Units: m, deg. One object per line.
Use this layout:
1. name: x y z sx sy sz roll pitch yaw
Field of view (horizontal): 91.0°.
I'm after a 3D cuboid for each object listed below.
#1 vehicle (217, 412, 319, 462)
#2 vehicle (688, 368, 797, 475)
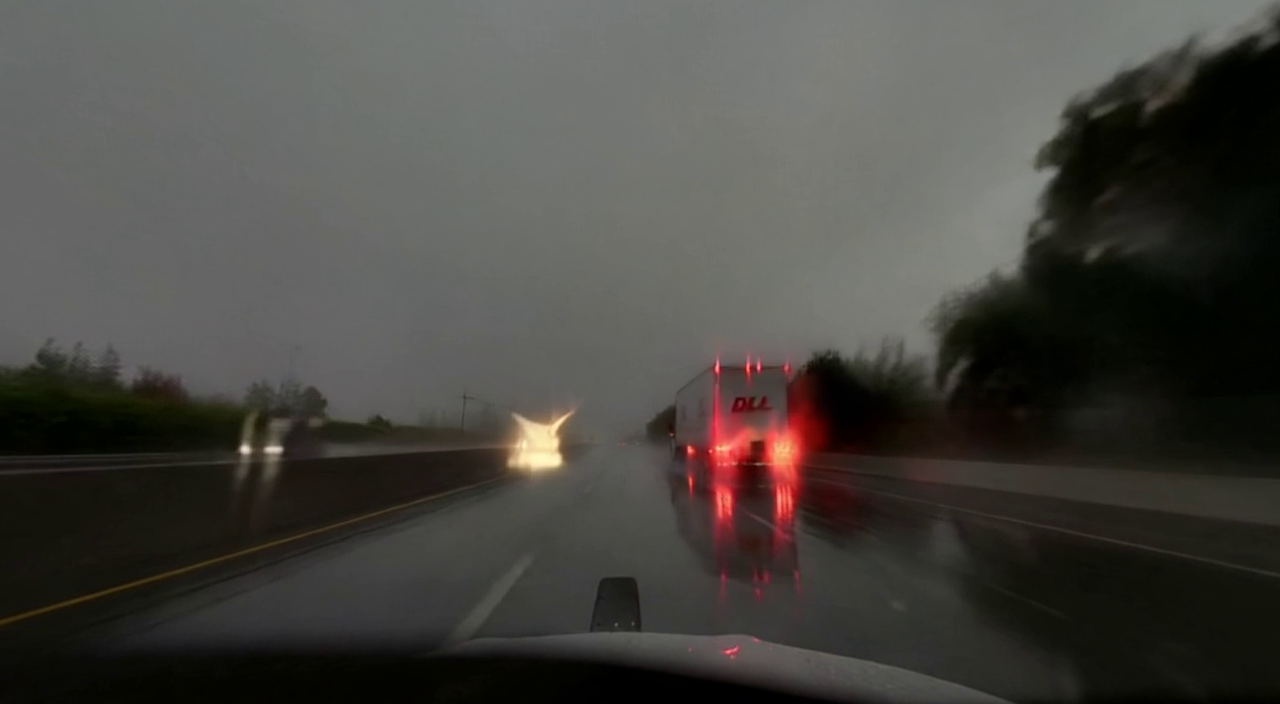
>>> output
1. vehicle: -20.787 4.829 35.548 2.185 2.586 5.782 0 -8 0
2. vehicle: 4.063 3.108 27.214 2.880 3.918 8.254 0 -8 -3
